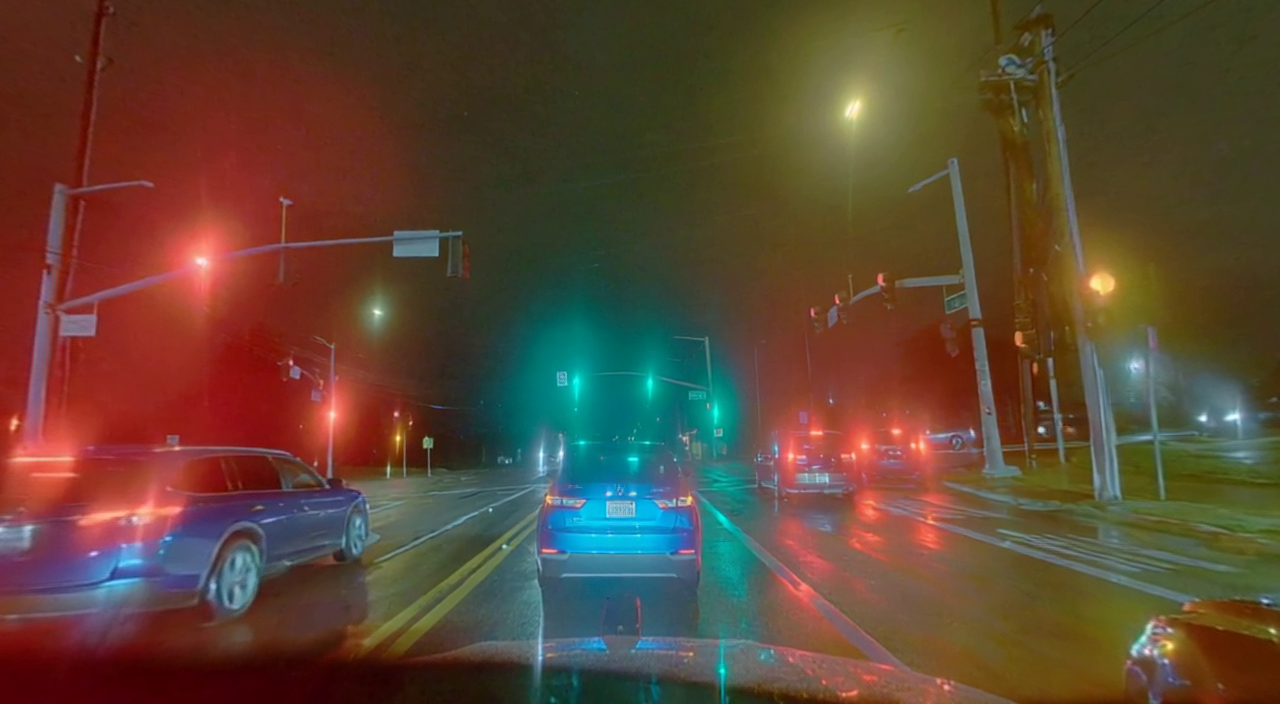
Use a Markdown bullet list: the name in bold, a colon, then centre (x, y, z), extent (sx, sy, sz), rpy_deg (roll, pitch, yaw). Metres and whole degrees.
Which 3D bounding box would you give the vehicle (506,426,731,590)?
- **vehicle**: centre (-0.222, 1.749, 7.972), extent (2.061, 1.485, 4.196), rpy_deg (0, -8, -1)

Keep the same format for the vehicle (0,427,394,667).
- **vehicle**: centre (-4.384, 1.551, 6.212), extent (2.106, 1.492, 4.312), rpy_deg (0, -8, 1)

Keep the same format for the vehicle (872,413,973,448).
- **vehicle**: centre (15.116, 4.239, 33.990), extent (4.431, 1.555, 1.886), rpy_deg (-4, -9, 2)

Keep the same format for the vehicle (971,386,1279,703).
- **vehicle**: centre (2.921, 0.848, 1.866), extent (1.860, 1.494, 3.707), rpy_deg (0, -8, 0)
